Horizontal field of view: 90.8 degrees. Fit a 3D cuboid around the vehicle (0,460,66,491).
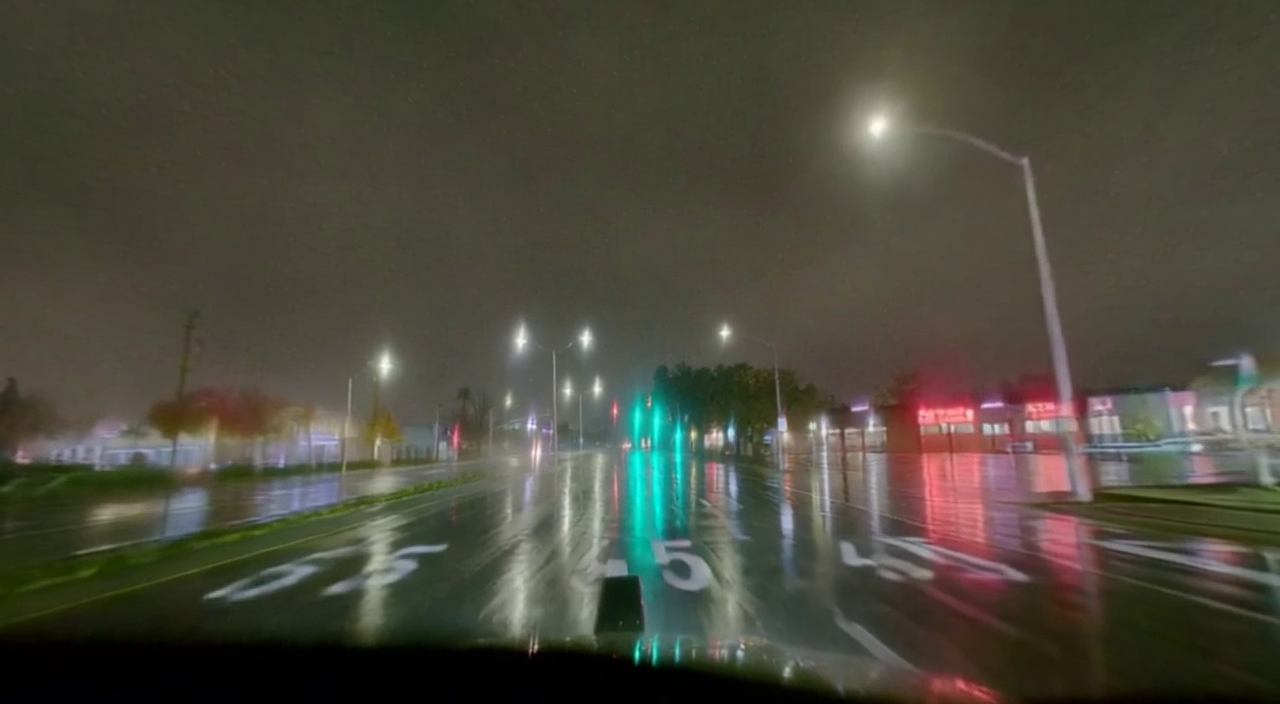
[{"bbox_3d":[-32.986,6.418,32.778,1.809,1.448,4.747,0,-8,2],"label":"vehicle"}]
